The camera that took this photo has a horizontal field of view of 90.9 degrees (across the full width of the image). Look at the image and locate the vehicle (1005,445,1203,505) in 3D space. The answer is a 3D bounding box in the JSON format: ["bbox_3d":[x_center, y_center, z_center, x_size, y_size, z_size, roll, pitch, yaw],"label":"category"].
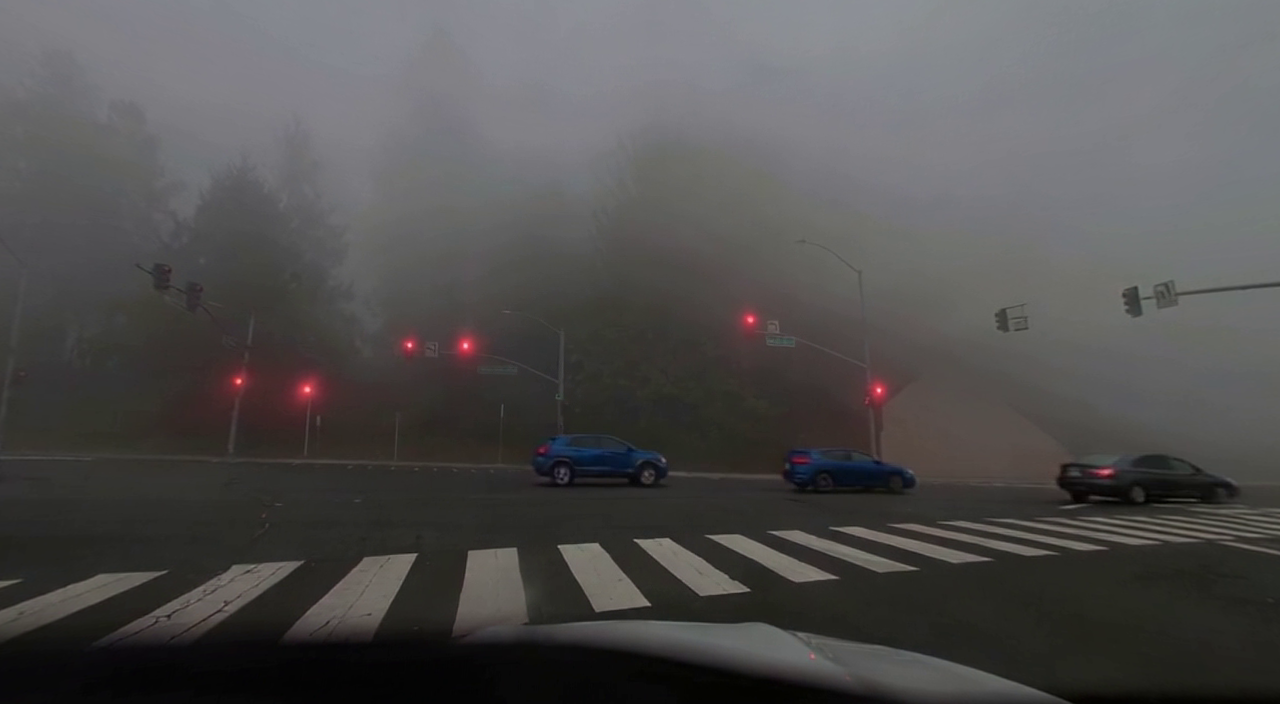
[{"bbox_3d":[13.297,3.460,18.129,4.952,1.511,1.855,2,-9,-17],"label":"vehicle"}]

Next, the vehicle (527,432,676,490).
[{"bbox_3d":[-1.336,3.686,21.582,4.708,1.810,1.986,3,-9,-18],"label":"vehicle"}]

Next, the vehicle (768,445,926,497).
[{"bbox_3d":[6.565,3.729,20.099,4.475,1.496,1.861,3,-9,-17],"label":"vehicle"}]
